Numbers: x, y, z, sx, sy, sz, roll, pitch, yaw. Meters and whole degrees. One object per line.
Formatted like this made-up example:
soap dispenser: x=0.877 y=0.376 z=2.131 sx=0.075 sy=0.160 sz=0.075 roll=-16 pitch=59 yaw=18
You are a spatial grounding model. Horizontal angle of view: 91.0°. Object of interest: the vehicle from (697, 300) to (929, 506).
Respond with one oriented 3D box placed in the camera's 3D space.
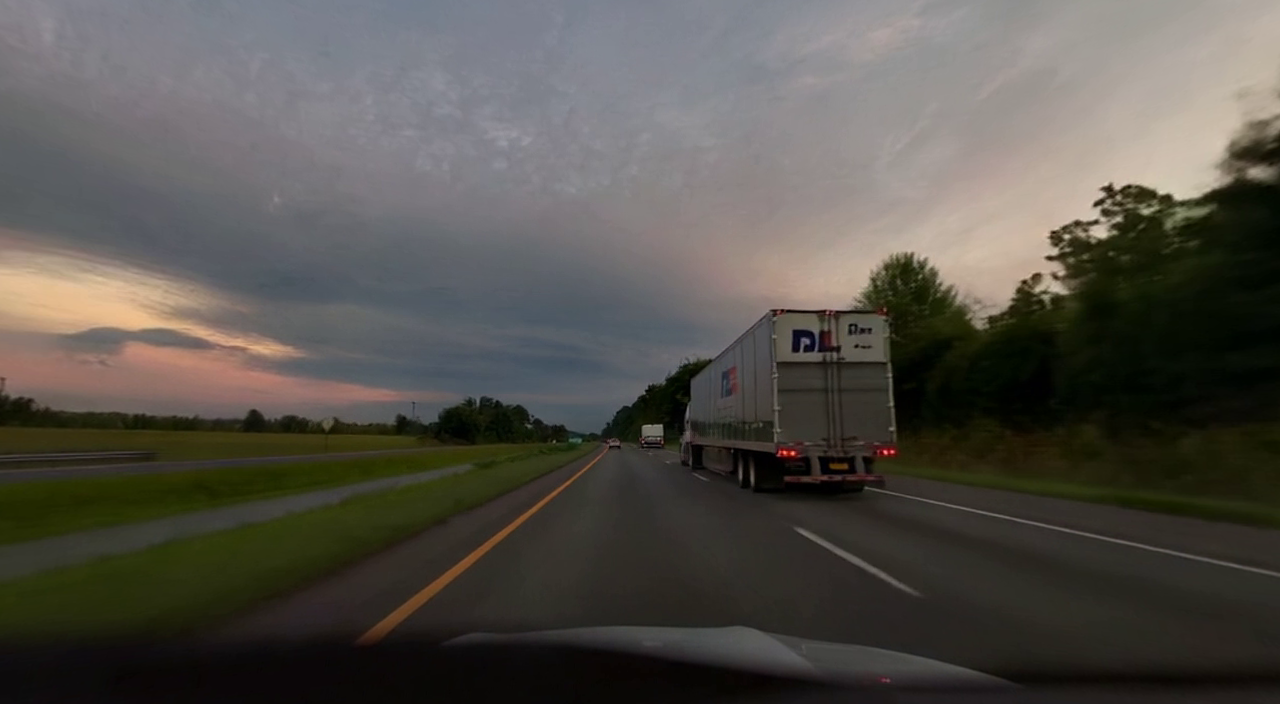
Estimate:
vehicle: x=4.023 y=1.948 z=19.497 sx=2.871 sy=4.072 sz=14.183 roll=0 pitch=-8 yaw=-1
